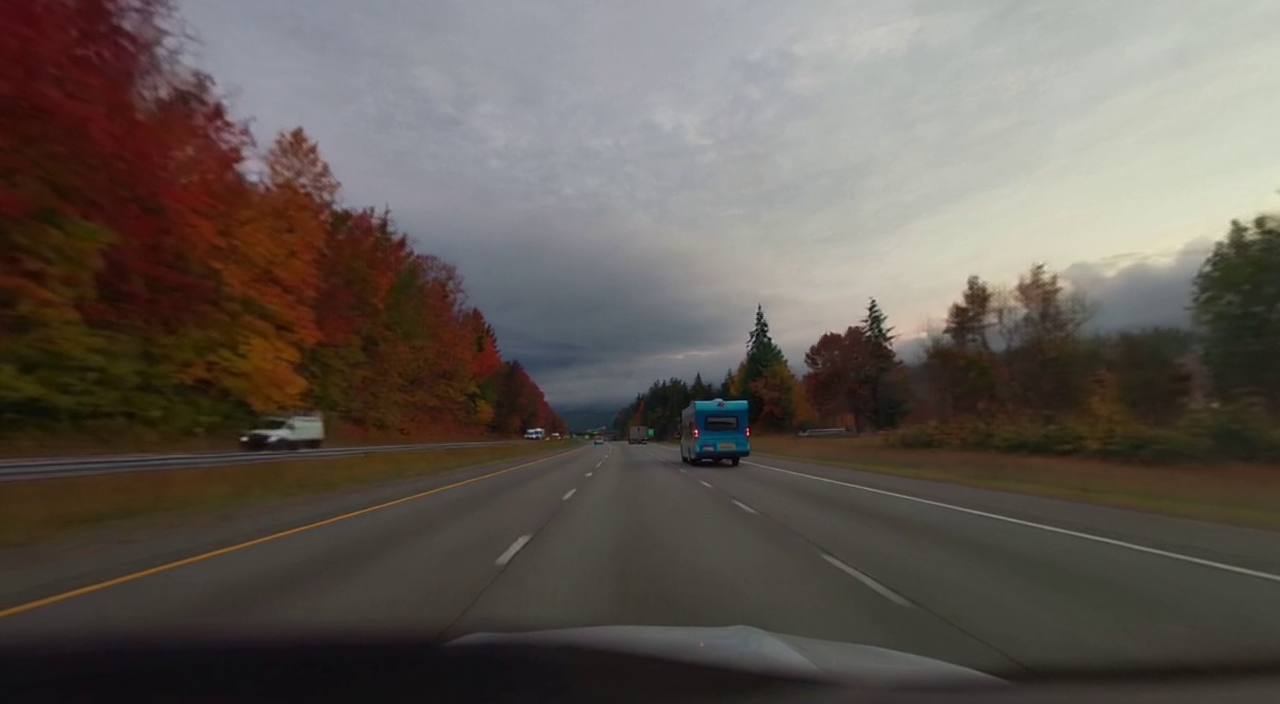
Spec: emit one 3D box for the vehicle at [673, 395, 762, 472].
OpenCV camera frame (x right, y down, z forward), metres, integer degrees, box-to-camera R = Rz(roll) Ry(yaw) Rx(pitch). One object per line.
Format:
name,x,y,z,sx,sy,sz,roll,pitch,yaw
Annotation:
vehicle,3.123,3.557,27.417,2.815,2.876,7.101,0,-8,-1

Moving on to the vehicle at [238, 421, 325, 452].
vehicle,-19.312,4.598,34.113,2.129,1.551,4.562,0,-8,-2
